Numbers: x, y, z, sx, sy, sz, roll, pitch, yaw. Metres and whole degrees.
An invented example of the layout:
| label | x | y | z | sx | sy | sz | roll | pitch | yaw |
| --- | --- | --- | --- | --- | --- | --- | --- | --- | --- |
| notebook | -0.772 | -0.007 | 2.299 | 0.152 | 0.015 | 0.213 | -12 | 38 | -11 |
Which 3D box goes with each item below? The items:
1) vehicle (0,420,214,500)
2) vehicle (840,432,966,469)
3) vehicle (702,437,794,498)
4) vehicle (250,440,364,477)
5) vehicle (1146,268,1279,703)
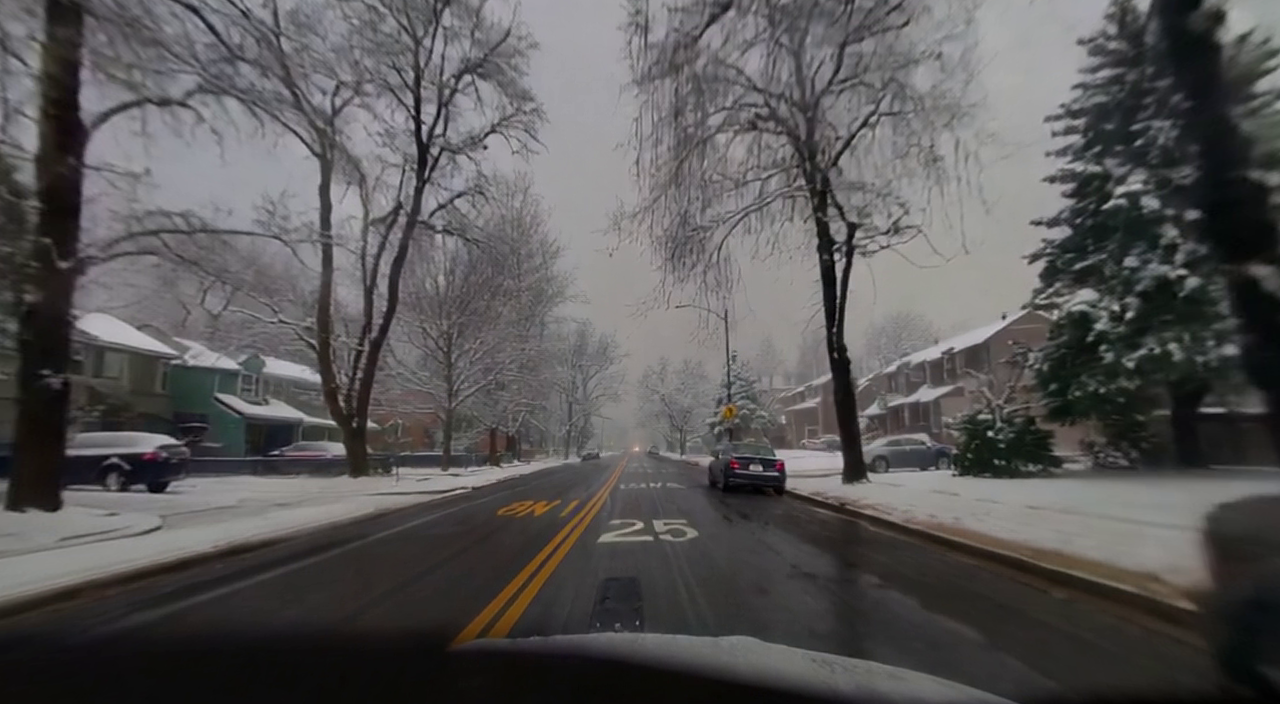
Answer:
| label | x | y | z | sx | sy | sz | roll | pitch | yaw |
| --- | --- | --- | --- | --- | --- | --- | --- | --- | --- |
| vehicle | -14.405 | 2.942 | 17.541 | 1.933 | 1.837 | 4.670 | -2 | -8 | -1 |
| vehicle | 11.284 | 4.278 | 27.375 | 4.472 | 1.481 | 2.143 | -1 | -8 | 0 |
| vehicle | 3.148 | 3.470 | 19.448 | 1.988 | 1.618 | 4.567 | 0 | -8 | -1 |
| vehicle | -16.135 | 5.182 | 30.806 | 4.331 | 1.738 | 2.067 | 0 | -9 | 1 |
| vehicle | 3.109 | 0.316 | 0.355 | 2.007 | 1.702 | 4.430 | -1 | -8 | 1 |
